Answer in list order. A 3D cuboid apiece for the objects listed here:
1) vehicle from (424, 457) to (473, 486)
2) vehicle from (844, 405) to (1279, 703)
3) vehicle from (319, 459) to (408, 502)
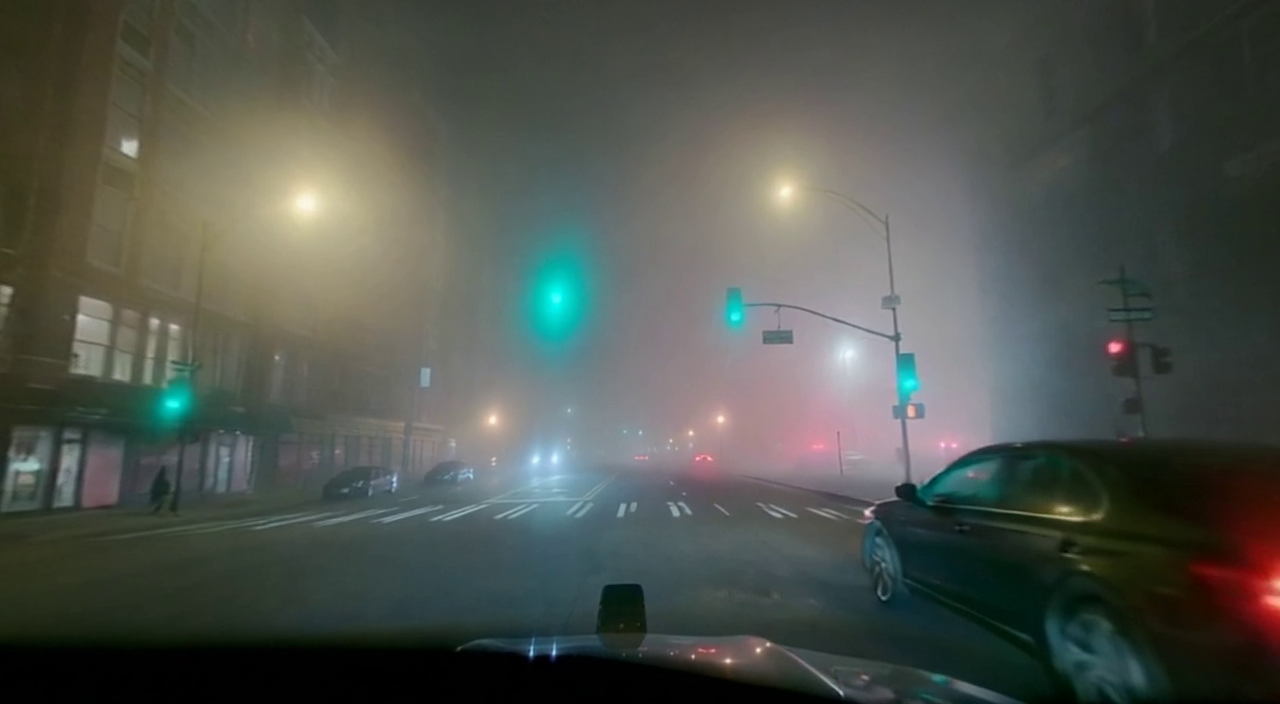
[{"bbox_3d":[-12.172,7.588,40.206,1.867,1.583,4.108,-1,-8,0],"label":"vehicle"},{"bbox_3d":[3.105,1.250,4.039,2.080,1.524,4.348,0,-9,-1],"label":"vehicle"},{"bbox_3d":[-12.200,5.676,28.080,1.910,1.511,4.565,-1,-7,0],"label":"vehicle"}]
